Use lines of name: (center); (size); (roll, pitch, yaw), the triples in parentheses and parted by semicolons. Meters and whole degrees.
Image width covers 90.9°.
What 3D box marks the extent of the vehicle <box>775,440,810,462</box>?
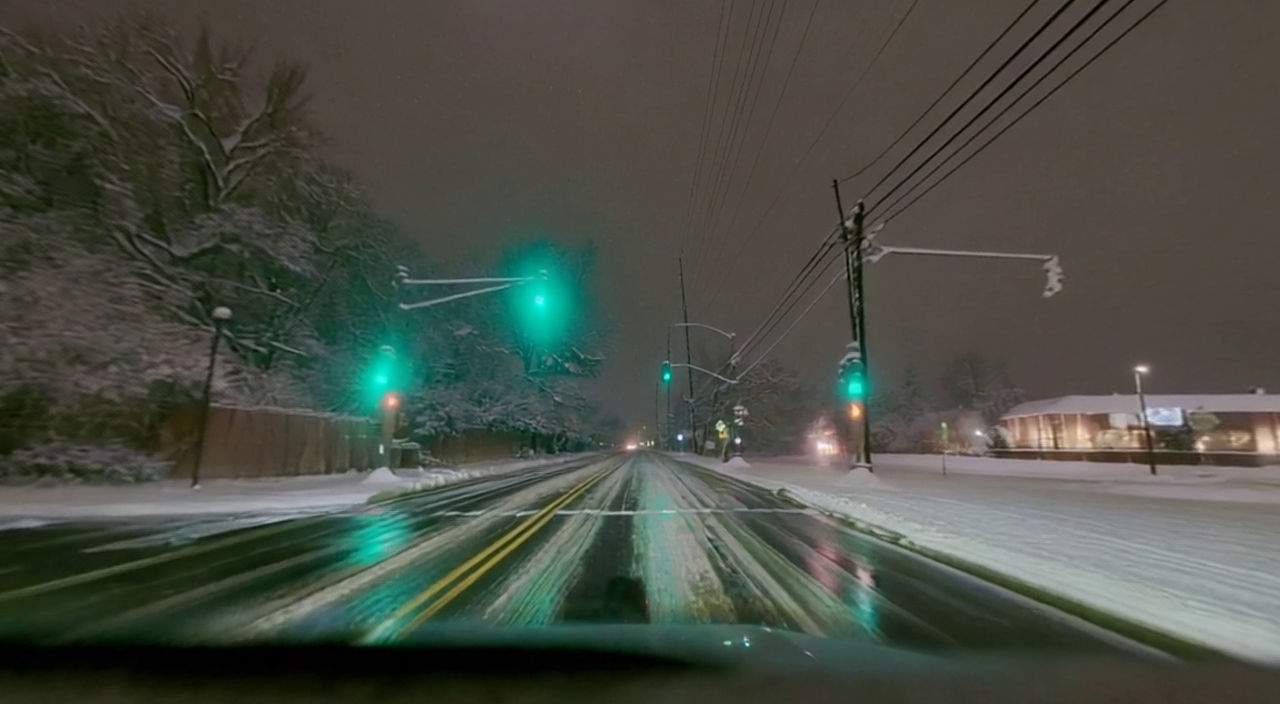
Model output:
vehicle: (11.941, 7.759, 49.568); (1.719, 1.583, 4.160); (0, -8, 0)
